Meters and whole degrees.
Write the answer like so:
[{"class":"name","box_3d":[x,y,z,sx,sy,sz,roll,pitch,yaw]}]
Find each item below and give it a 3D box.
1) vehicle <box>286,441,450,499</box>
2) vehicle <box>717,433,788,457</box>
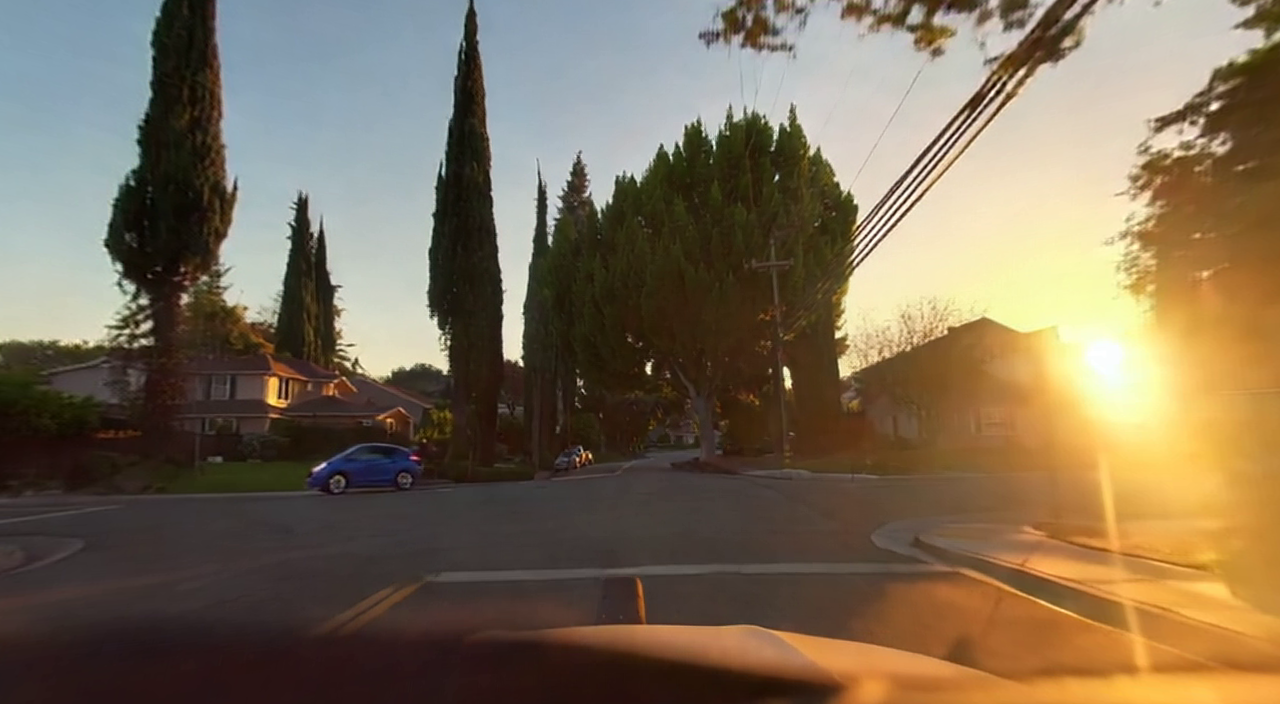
[{"class":"vehicle","box_3d":[-8.655,3.727,20.481,1.988,1.596,4.396,-7,-10,37]},{"class":"vehicle","box_3d":[8.215,6.837,46.437,4.784,1.647,1.947,0,-8,-4]}]
